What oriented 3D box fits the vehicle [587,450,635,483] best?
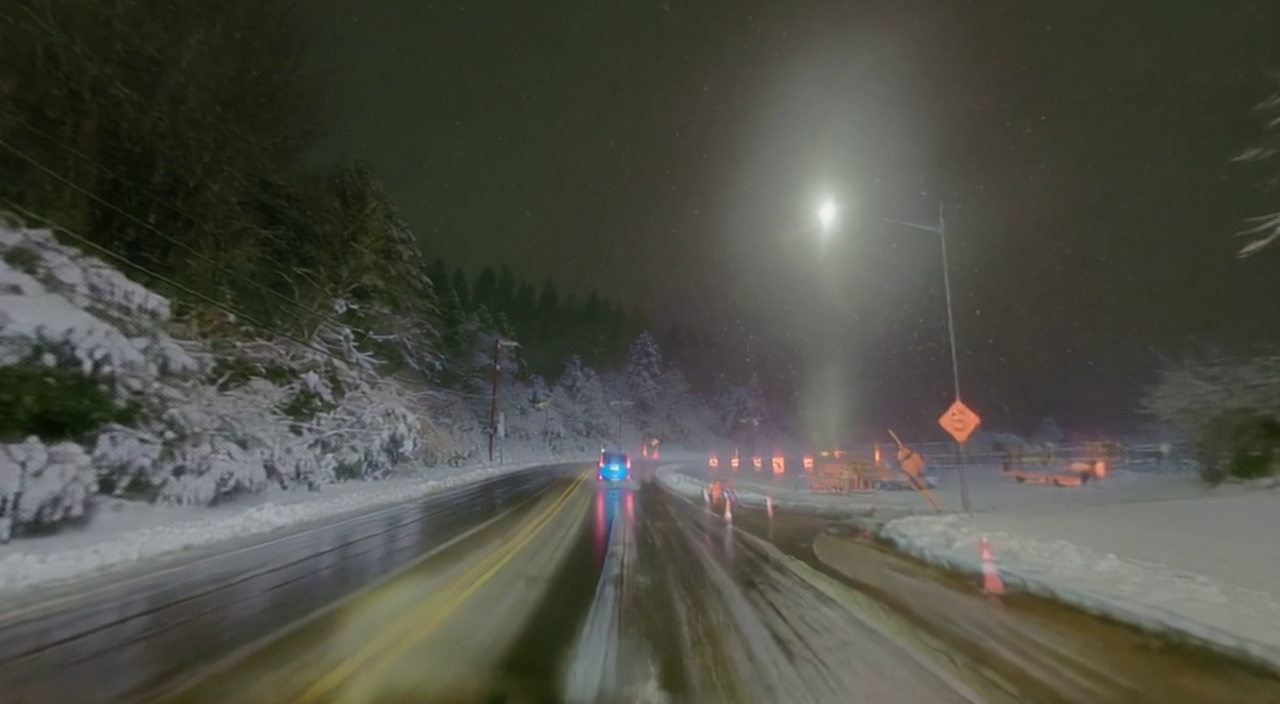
[{"bbox_3d":[-1.498,5.708,31.654,2.259,1.503,4.075,0,-8,-4],"label":"vehicle"}]
